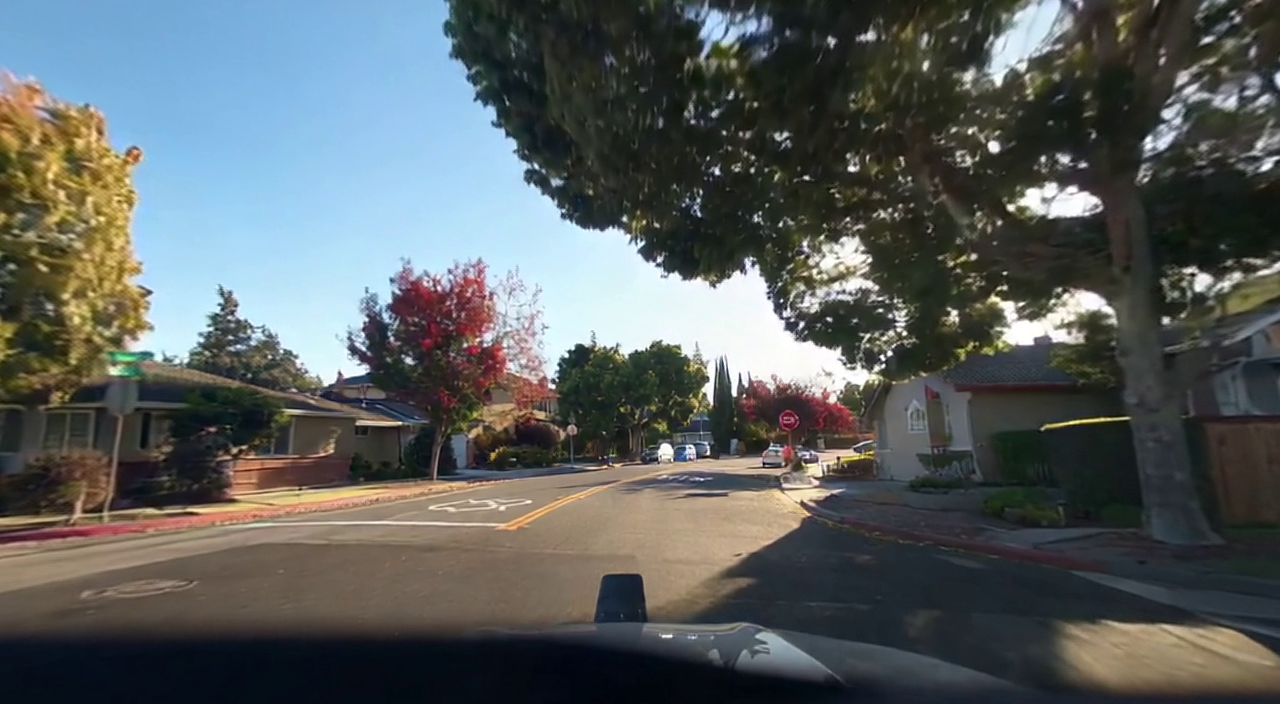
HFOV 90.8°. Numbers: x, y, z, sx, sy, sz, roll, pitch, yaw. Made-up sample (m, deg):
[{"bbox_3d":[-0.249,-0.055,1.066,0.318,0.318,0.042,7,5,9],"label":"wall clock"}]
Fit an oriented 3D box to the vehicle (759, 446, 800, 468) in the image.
[{"bbox_3d":[10.065,7.498,45.298,2.045,1.478,4.914,-4,-9,22],"label":"vehicle"}]
